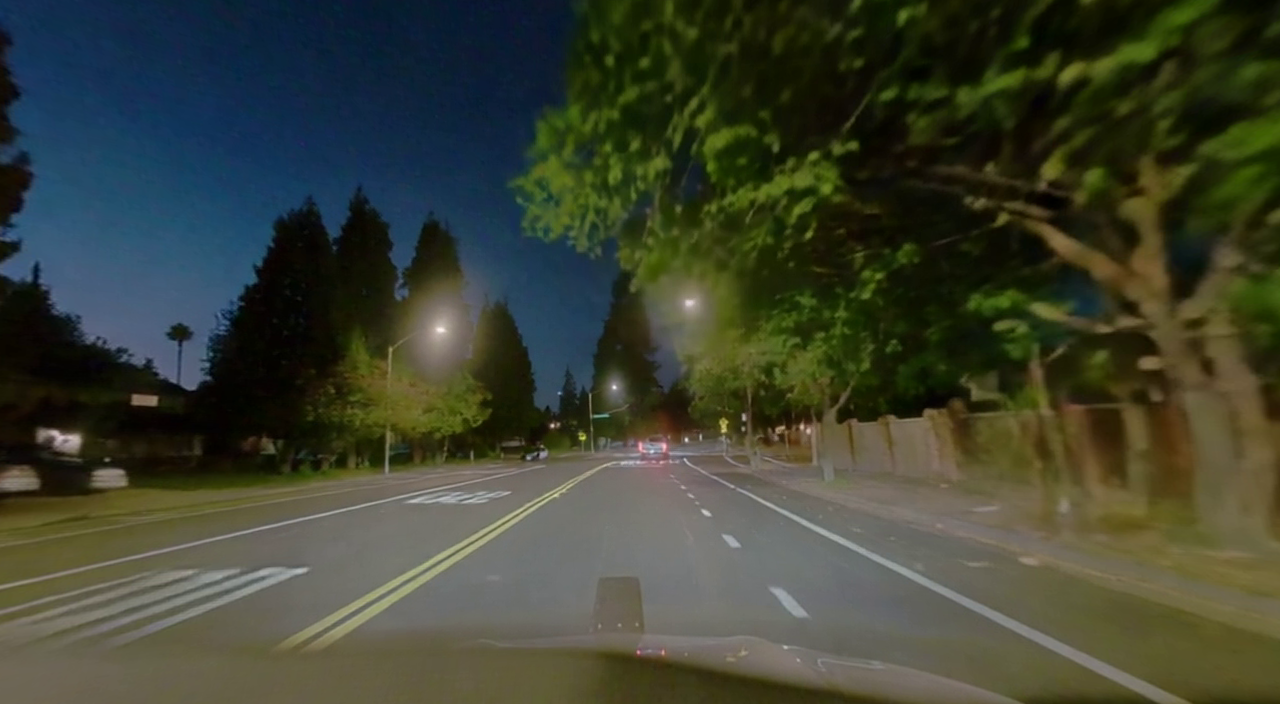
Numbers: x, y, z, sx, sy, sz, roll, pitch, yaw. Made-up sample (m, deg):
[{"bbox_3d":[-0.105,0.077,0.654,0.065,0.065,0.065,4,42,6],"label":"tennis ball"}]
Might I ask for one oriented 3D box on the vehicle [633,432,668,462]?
[{"bbox_3d":[0.789,6.553,43.580,2.153,1.942,4.767,-1,-8,5],"label":"vehicle"}]
